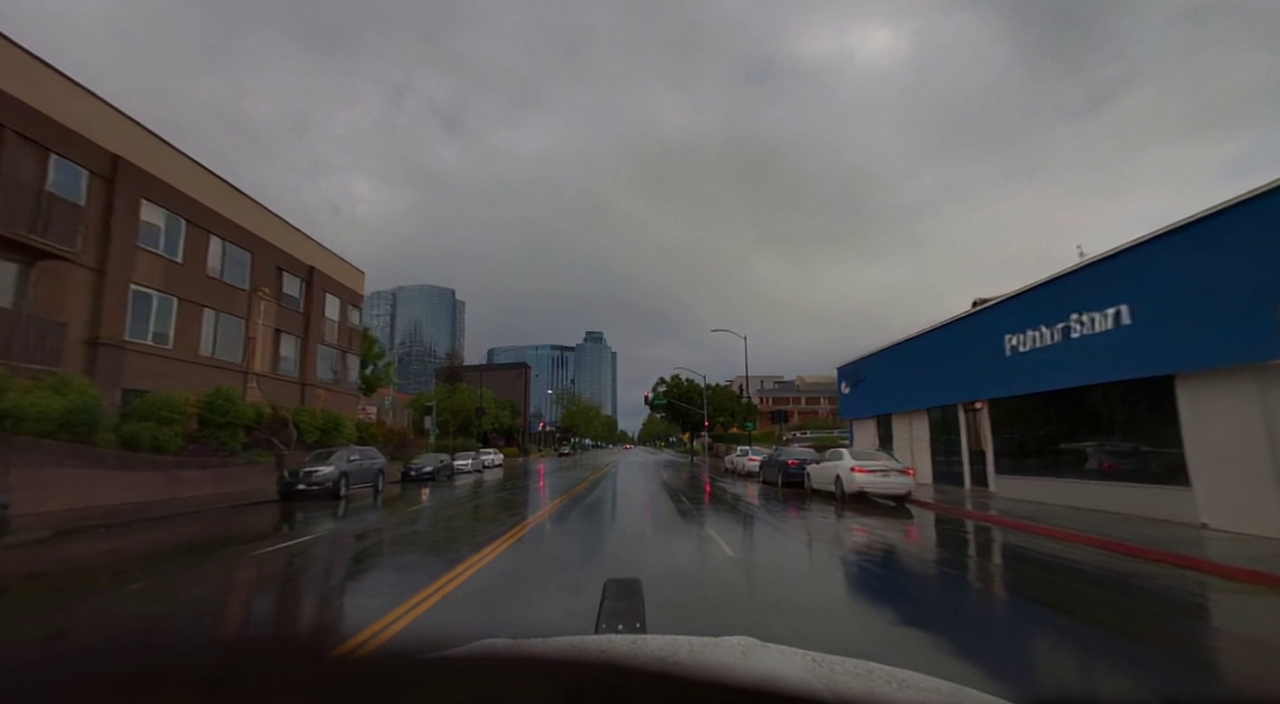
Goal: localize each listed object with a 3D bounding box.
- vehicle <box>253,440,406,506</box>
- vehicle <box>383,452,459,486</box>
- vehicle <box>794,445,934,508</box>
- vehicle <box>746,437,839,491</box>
[{"bbox_3d":[-9.897,3.852,20.808,2.228,1.863,5.407,-1,-8,1],"label":"vehicle"},{"bbox_3d":[-10.210,5.466,29.823,1.953,1.387,4.529,-1,-8,0],"label":"vehicle"},{"bbox_3d":[6.118,3.428,18.040,2.038,1.482,4.994,0,-8,-2],"label":"vehicle"},{"bbox_3d":[5.714,4.247,24.430,2.227,1.811,5.172,0,-8,-1],"label":"vehicle"}]
